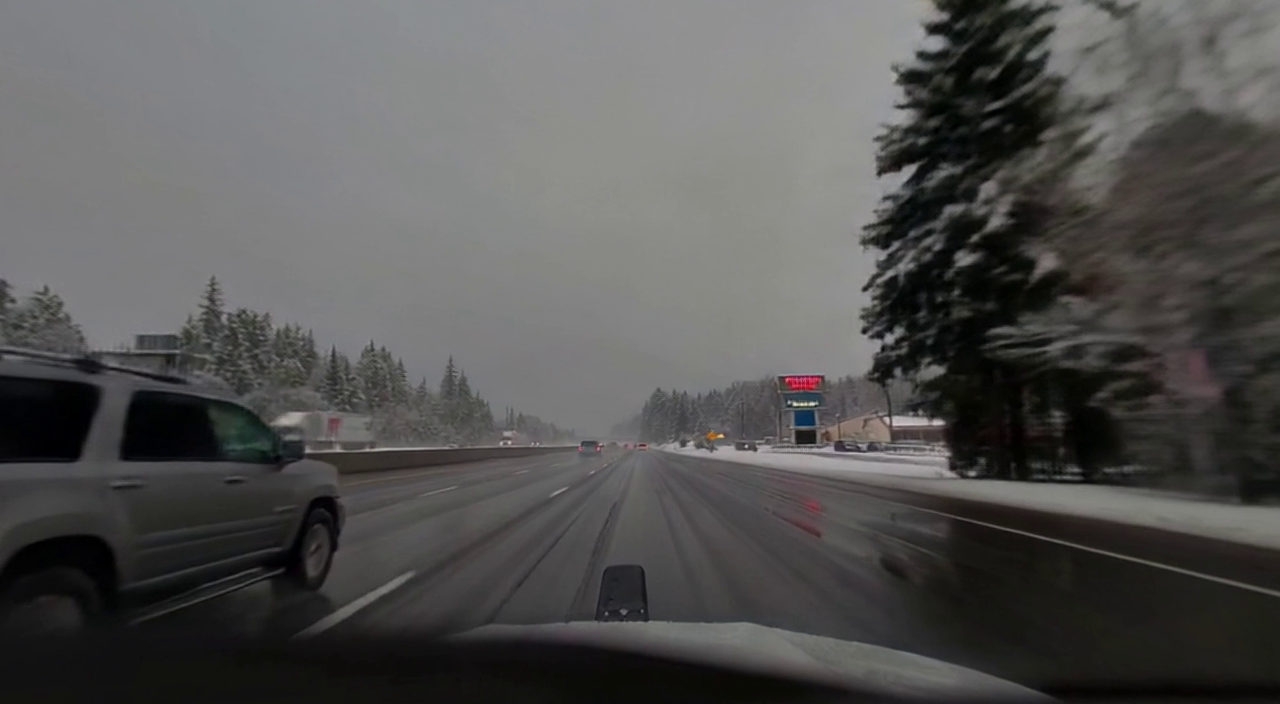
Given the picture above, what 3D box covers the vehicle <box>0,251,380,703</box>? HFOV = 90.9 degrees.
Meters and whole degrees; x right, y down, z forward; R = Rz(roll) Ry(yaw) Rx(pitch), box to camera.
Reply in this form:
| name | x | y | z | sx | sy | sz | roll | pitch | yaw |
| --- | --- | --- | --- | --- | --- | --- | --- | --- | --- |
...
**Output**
| name | x | y | z | sx | sy | sz | roll | pitch | yaw |
| --- | --- | --- | --- | --- | --- | --- | --- | --- | --- |
| vehicle | -3.977 | 0.800 | 3.652 | 2.352 | 2.209 | 5.802 | 0 | -8 | 1 |
